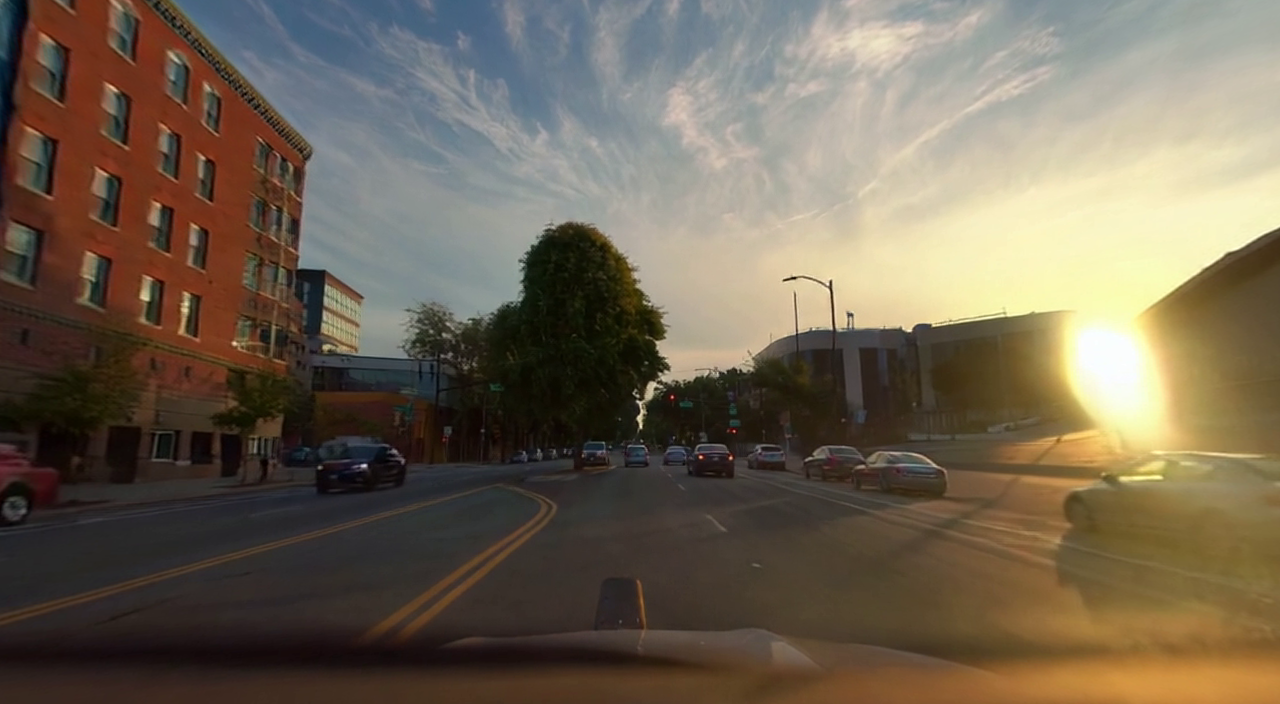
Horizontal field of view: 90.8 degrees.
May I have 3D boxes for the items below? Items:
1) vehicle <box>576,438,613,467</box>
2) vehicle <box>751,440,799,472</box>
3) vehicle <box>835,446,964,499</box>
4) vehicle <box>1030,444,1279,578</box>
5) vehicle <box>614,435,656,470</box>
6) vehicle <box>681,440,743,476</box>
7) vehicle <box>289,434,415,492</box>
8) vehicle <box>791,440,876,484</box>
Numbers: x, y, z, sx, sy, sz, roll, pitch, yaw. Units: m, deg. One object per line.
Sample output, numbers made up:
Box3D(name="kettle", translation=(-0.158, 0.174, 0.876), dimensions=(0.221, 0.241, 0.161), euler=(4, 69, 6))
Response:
Box3D(name="vehicle", translation=(-3.008, 6.673, 42.176), dimensions=(2.297, 1.812, 4.244), euler=(0, -8, -4))
Box3D(name="vehicle", translation=(8.091, 6.287, 38.386), dimensions=(1.959, 1.719, 4.538), euler=(1, -7, 0))
Box3D(name="vehicle", translation=(8.187, 3.804, 20.525), dimensions=(2.054, 1.455, 4.786), euler=(0, -8, -1))
Box3D(name="vehicle", translation=(8.224, 2.096, 9.190), dimensions=(2.072, 1.479, 4.603), euler=(0, -8, -1))
Box3D(name="vehicle", translation=(-0.268, 5.812, 36.669), dimensions=(2.329, 1.842, 4.537), euler=(0, -8, 0))
Box3D(name="vehicle", translation=(3.264, 4.954, 29.836), dimensions=(2.238, 1.499, 4.964), euler=(0, -8, -1))
Box3D(name="vehicle", translation=(-9.857, 3.825, 22.167), dimensions=(2.212, 1.784, 4.626), euler=(0, -8, 0))
Box3D(name="vehicle", translation=(8.013, 4.557, 26.665), dimensions=(1.963, 1.649, 4.562), euler=(1, -8, -2))
